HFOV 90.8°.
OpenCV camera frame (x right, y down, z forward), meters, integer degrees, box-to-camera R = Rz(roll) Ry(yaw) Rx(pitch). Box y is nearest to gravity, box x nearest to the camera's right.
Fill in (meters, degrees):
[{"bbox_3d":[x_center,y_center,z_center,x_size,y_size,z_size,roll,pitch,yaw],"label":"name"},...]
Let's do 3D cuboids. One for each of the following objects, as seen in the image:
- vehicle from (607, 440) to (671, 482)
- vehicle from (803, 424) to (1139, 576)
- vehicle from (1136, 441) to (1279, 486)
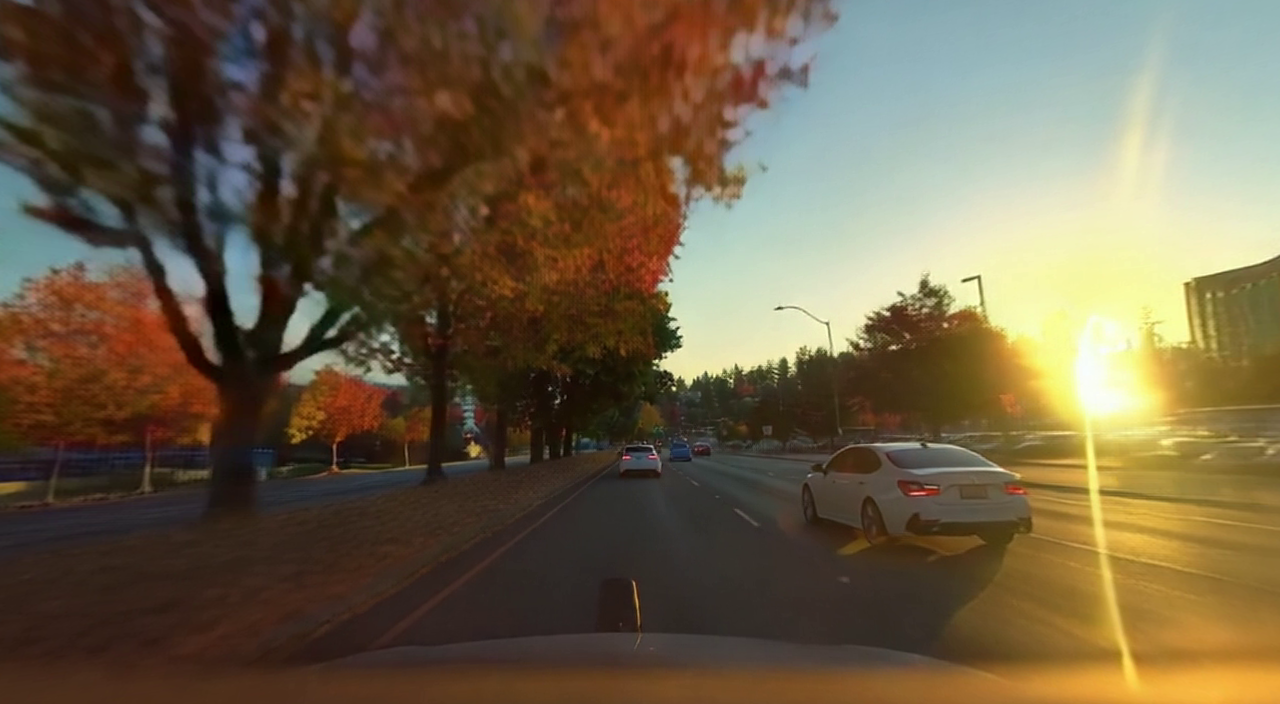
[{"bbox_3d":[-0.085,4.236,24.926,2.289,1.471,4.477,0,-8,-2],"label":"vehicle"},{"bbox_3d":[3.828,1.782,8.442,2.094,1.480,4.323,0,-9,-1],"label":"vehicle"},{"bbox_3d":[21.051,3.980,22.960,1.893,1.445,4.947,0,-8,-2],"label":"vehicle"}]
